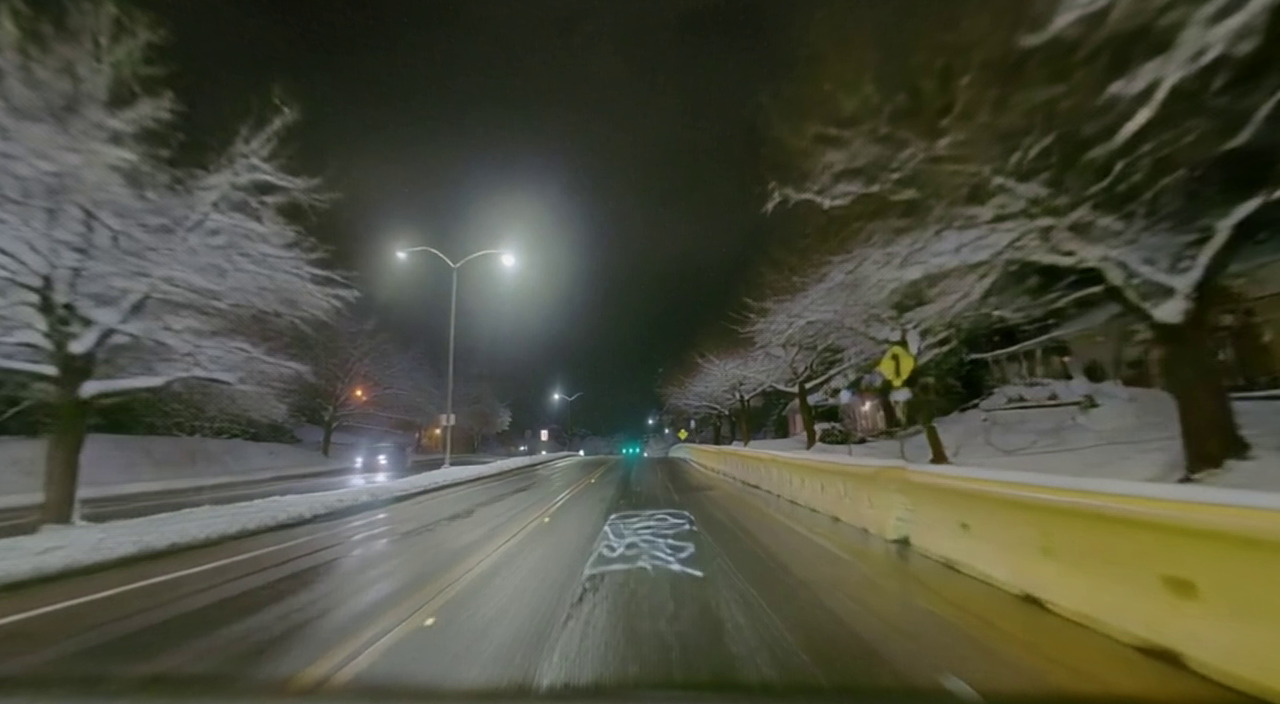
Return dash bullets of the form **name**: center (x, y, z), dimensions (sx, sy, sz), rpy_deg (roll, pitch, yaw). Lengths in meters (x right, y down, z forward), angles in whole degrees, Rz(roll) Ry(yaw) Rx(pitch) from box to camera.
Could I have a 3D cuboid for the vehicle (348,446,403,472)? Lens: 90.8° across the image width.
- **vehicle**: center (-17.114, 6.906, 41.017), dimensions (1.980, 1.575, 3.822), rpy_deg (0, -9, -1)
